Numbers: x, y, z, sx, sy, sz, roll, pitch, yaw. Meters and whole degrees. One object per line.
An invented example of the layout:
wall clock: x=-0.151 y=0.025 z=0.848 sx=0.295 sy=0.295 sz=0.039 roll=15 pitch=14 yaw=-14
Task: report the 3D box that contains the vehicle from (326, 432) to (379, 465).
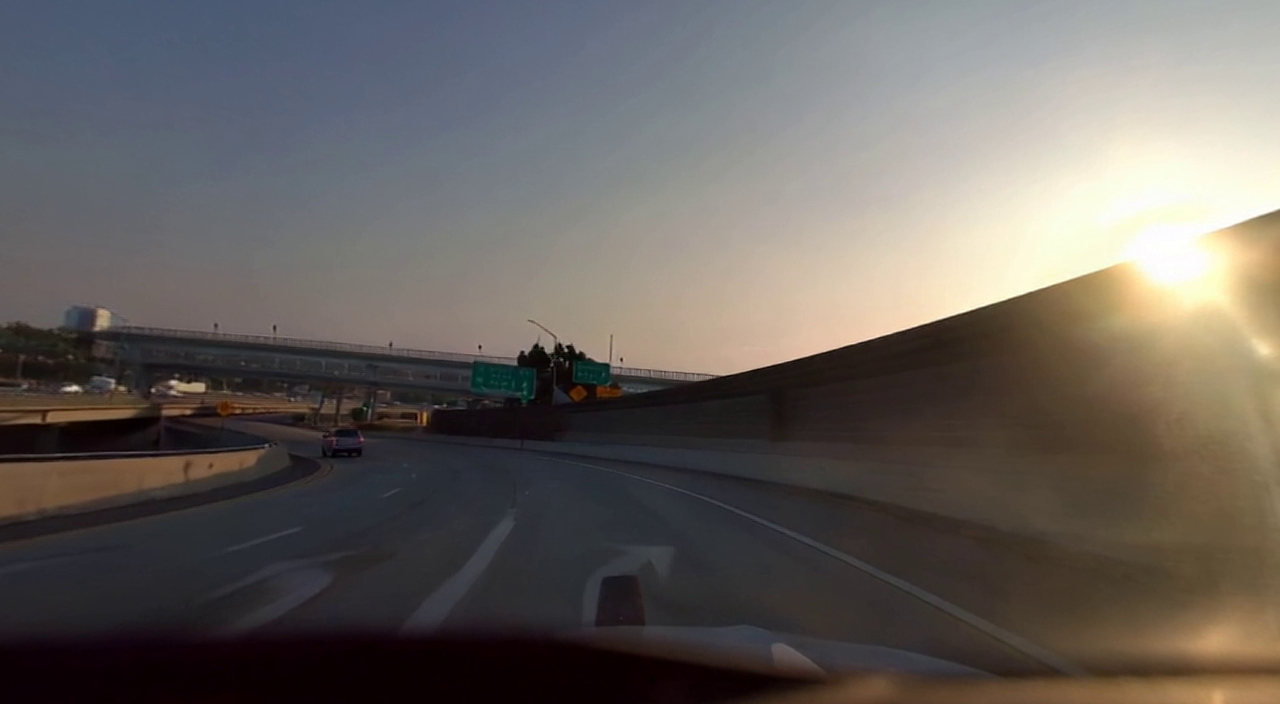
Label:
vehicle: x=-15.391 y=5.126 z=33.558 sx=2.234 sy=1.588 sz=4.484 roll=5 pitch=-9 yaw=-27
